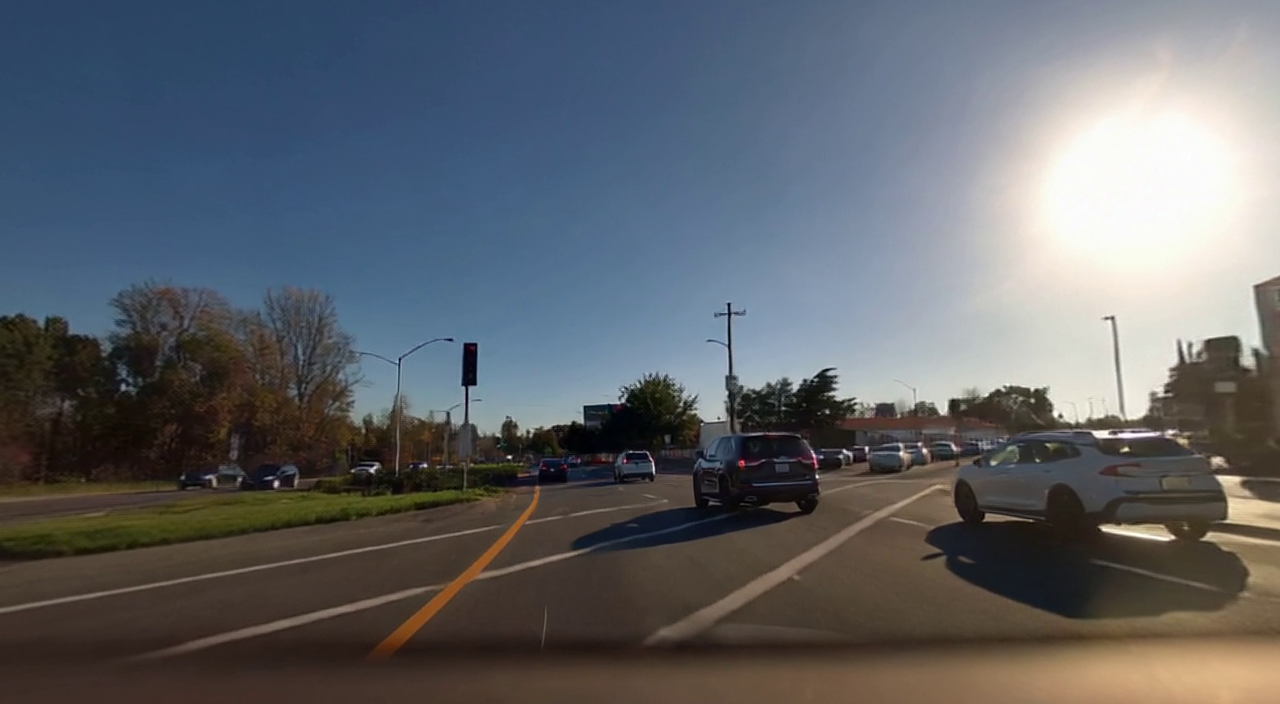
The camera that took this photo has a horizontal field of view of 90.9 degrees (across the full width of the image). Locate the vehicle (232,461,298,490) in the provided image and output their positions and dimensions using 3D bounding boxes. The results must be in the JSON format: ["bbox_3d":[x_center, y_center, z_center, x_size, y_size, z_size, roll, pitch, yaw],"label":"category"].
[{"bbox_3d":[-23.497,7.696,39.667,1.871,1.581,4.635,1,-9,-9],"label":"vehicle"}]

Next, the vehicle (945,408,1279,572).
[{"bbox_3d":[6.217,1.687,8.458,1.881,1.604,4.289,1,-8,-4],"label":"vehicle"}]

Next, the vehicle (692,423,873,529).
[{"bbox_3d":[2.646,2.467,13.188,2.184,1.777,4.712,1,-9,-7],"label":"vehicle"}]

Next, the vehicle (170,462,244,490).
[{"bbox_3d":[-27.676,7.926,40.467,2.009,1.525,4.346,1,-9,-7],"label":"vehicle"}]

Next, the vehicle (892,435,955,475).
[{"bbox_3d":[14.283,5.121,31.622,2.228,1.798,4.864,-5,-10,30],"label":"vehicle"}]

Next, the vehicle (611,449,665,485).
[{"bbox_3d":[-0.202,5.709,31.667,2.012,1.612,4.114,2,-9,-10],"label":"vehicle"}]

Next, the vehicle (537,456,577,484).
[{"bbox_3d":[-5.060,7.057,37.999,2.107,1.527,4.174,2,-9,-12],"label":"vehicle"}]
